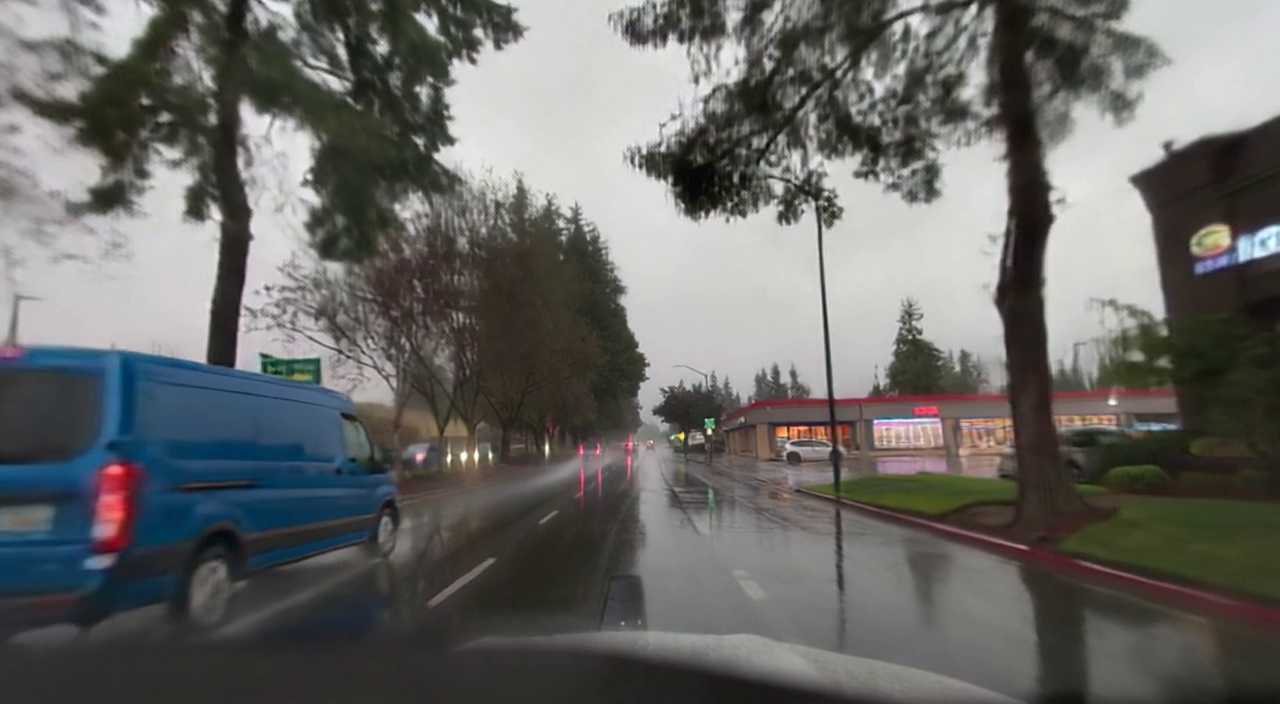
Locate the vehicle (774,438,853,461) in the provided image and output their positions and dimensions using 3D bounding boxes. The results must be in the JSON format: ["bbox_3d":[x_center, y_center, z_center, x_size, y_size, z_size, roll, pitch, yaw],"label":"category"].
[{"bbox_3d":[11.428,6.445,41.591,4.607,1.471,1.982,0,-9,-1],"label":"vehicle"}]

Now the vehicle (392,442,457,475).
[{"bbox_3d":[-11.615,5.747,34.190,2.044,1.649,4.211,0,-8,0],"label":"vehicle"}]

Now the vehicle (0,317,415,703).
[{"bbox_3d":[-3.979,1.169,5.568,2.152,1.987,4.952,0,-8,-1],"label":"vehicle"}]

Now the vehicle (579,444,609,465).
[{"bbox_3d":[-3.379,7.660,47.197,1.966,1.481,4.385,0,-8,0],"label":"vehicle"}]

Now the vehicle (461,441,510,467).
[{"bbox_3d":[-11.589,7.705,47.553,2.332,1.815,4.639,-1,-8,3],"label":"vehicle"}]

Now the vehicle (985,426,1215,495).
[{"bbox_3d":[10.887,2.580,15.116,3.935,1.518,1.985,0,-8,-1],"label":"vehicle"}]
